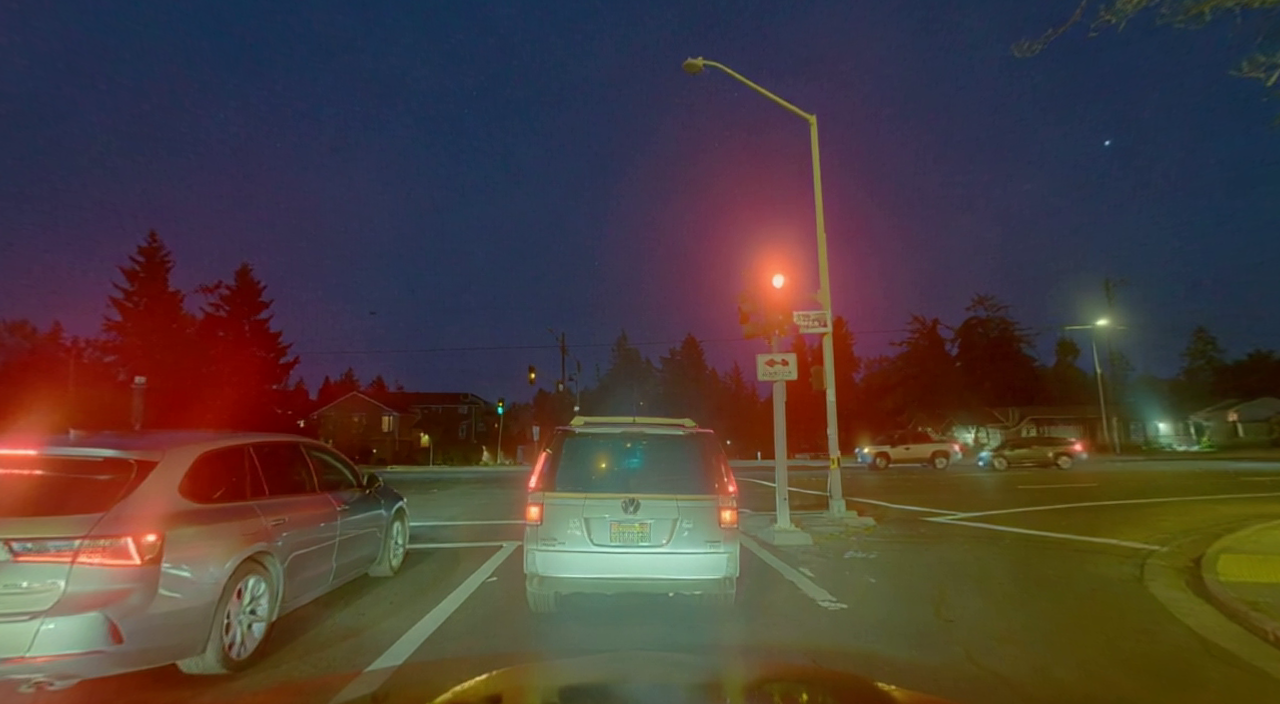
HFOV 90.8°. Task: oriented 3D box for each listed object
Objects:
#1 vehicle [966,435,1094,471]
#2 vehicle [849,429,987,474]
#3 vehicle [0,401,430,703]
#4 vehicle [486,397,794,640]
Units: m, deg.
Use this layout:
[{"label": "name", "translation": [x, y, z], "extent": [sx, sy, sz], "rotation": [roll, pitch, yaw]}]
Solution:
[{"label": "vehicle", "translation": [18.174, 4.719, 29.654], "extent": [4.639, 1.621, 1.867], "rotation": [-1, -9, 6]}, {"label": "vehicle", "translation": [11.688, 4.224, 26.907], "extent": [4.887, 1.769, 2.035], "rotation": [-1, -9, 6]}, {"label": "vehicle", "translation": [-3.299, 1.271, 4.727], "extent": [2.035, 1.492, 4.415], "rotation": [0, -9, -2]}, {"label": "vehicle", "translation": [-0.142, 1.469, 6.572], "extent": [2.154, 1.670, 4.140], "rotation": [1, -9, -4]}]
